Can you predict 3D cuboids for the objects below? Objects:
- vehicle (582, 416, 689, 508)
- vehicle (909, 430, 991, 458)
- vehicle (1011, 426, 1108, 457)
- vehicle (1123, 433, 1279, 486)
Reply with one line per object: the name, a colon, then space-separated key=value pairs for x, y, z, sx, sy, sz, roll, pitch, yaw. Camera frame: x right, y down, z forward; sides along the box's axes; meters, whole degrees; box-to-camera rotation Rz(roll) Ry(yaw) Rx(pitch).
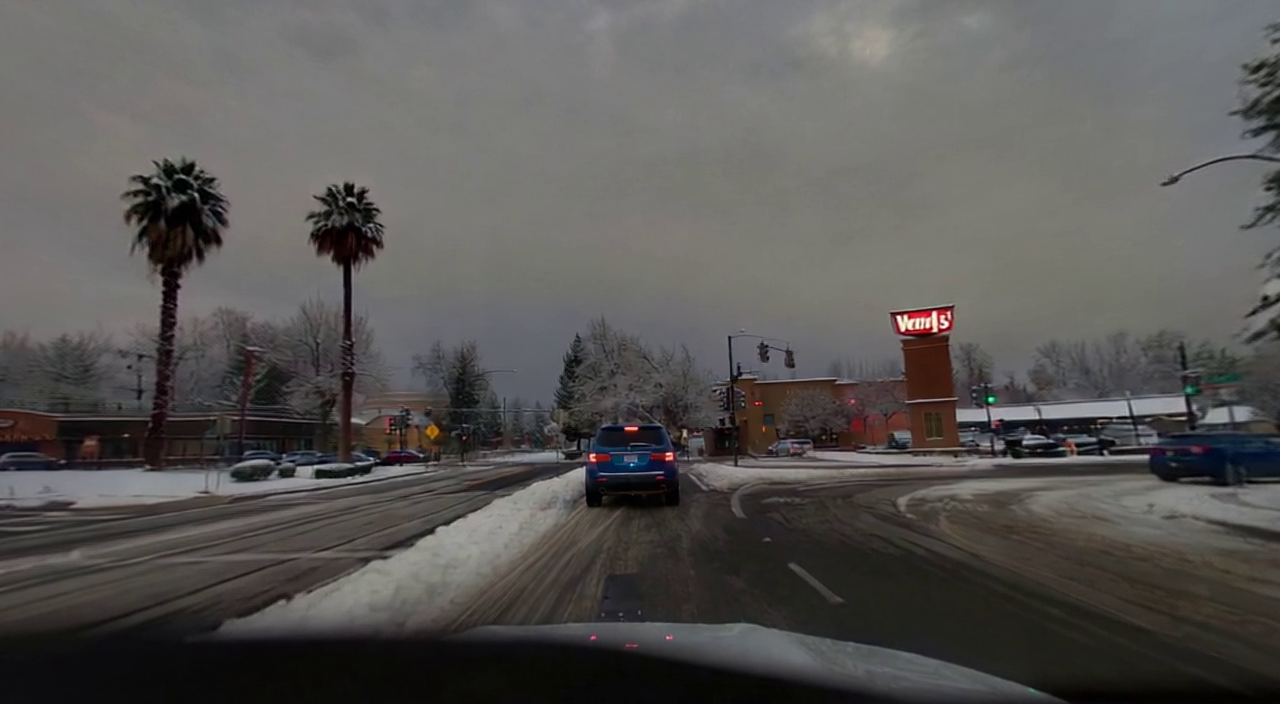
vehicle: x=-0.029 y=2.688 z=15.795 sx=2.263 sy=1.932 sz=4.709 roll=0 pitch=-8 yaw=2
vehicle: x=21.750 y=6.488 z=44.343 sx=4.852 sy=1.847 sz=1.983 roll=-6 pitch=-10 yaw=33
vehicle: x=25.095 y=5.396 z=37.909 sx=4.641 sy=1.778 sz=1.958 roll=-6 pitch=-10 yaw=33
vehicle: x=18.324 y=3.396 z=20.195 sx=4.542 sy=1.560 sz=2.086 roll=2 pitch=-9 yaw=-15
